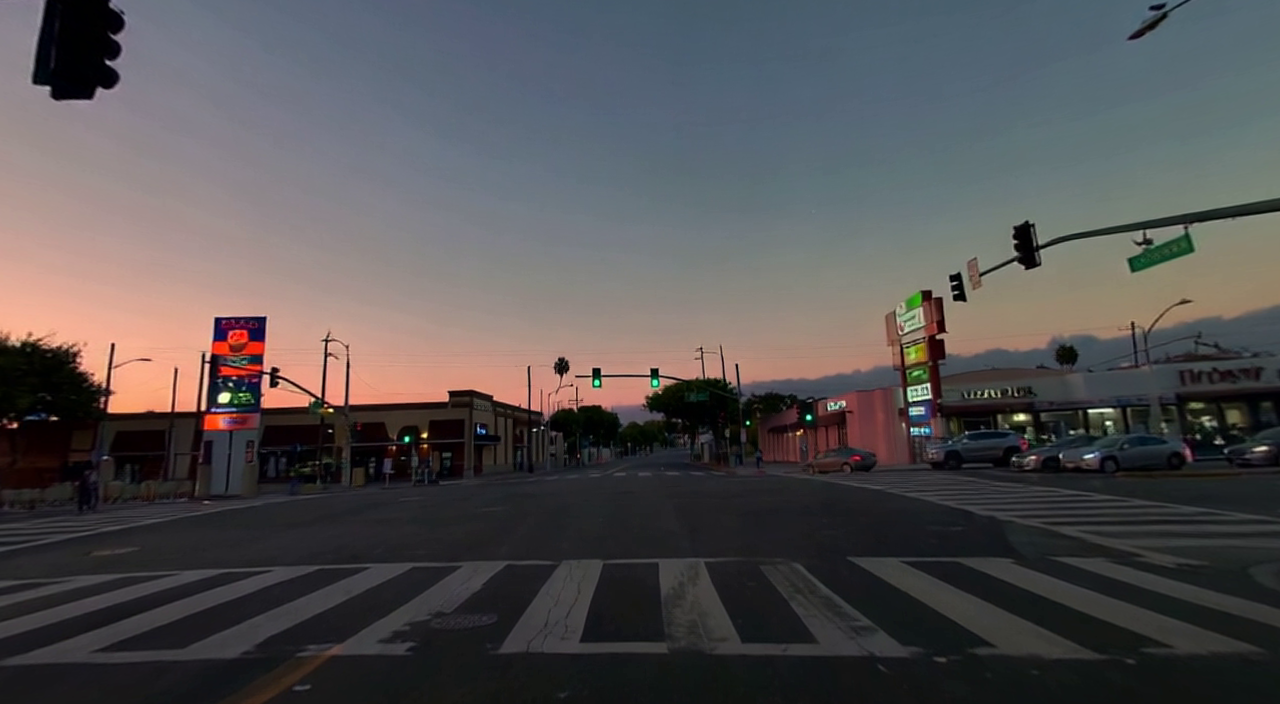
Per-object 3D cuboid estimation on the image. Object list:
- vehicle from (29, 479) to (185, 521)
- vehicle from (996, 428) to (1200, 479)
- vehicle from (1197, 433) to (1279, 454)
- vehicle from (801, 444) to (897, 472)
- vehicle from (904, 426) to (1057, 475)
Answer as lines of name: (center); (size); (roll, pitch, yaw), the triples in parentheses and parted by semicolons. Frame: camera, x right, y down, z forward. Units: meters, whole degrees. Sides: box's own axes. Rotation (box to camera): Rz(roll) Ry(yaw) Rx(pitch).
vehicle: (-21.161, 5.850, 25.174); (4.676, 1.463, 1.909); (-1, -8, 6)
vehicle: (14.356, 3.232, 20.205); (4.835, 1.487, 1.913); (-3, -9, 20)
vehicle: (42.044, 6.439, 44.448); (4.347, 1.446, 1.777); (1, -9, -10)
vehicle: (11.562, 5.857, 35.018); (4.728, 1.468, 2.083); (-5, -9, 27)
vehicle: (13.000, 3.824, 24.519); (4.916, 1.730, 1.986); (-4, -9, 21)
